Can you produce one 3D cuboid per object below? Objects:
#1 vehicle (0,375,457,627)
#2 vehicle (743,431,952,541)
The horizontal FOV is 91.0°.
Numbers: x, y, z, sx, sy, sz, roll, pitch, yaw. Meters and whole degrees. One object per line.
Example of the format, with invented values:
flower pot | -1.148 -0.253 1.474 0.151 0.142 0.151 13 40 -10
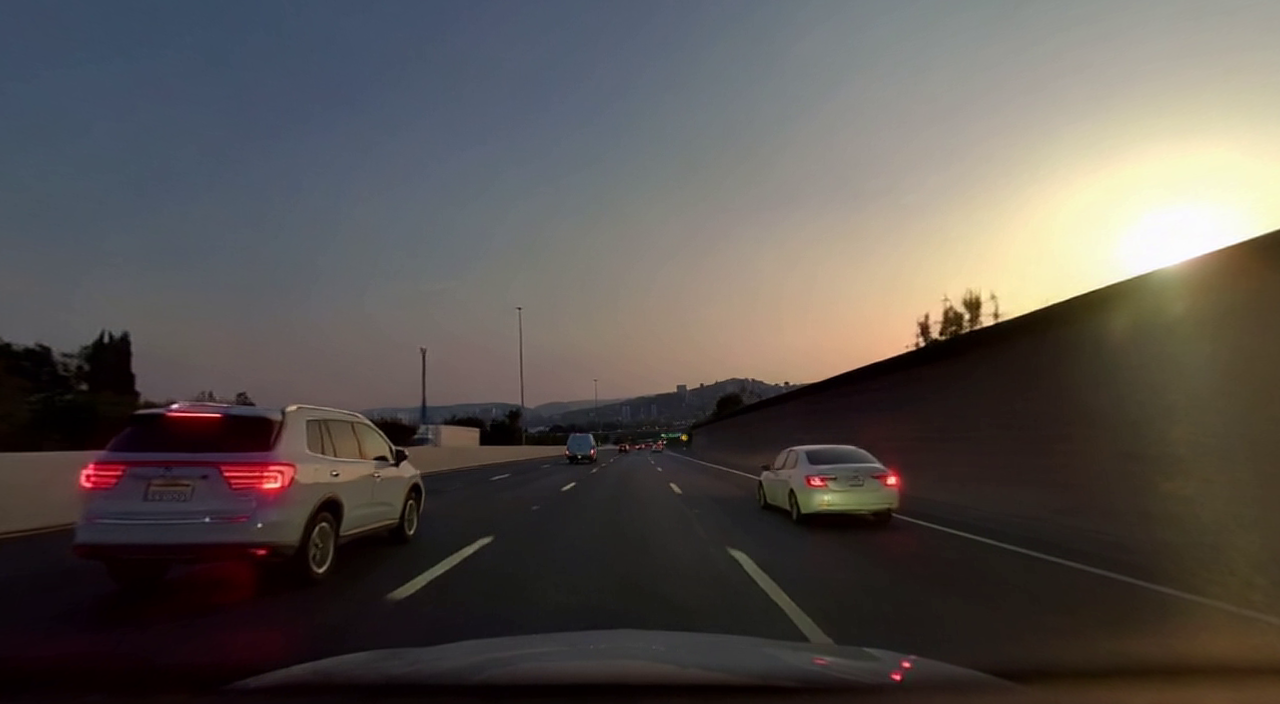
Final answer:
vehicle | -4.177 1.520 7.502 2.285 1.853 5.564 0 -9 0
vehicle | 3.333 2.275 11.377 2.047 1.532 4.884 0 -9 -1
